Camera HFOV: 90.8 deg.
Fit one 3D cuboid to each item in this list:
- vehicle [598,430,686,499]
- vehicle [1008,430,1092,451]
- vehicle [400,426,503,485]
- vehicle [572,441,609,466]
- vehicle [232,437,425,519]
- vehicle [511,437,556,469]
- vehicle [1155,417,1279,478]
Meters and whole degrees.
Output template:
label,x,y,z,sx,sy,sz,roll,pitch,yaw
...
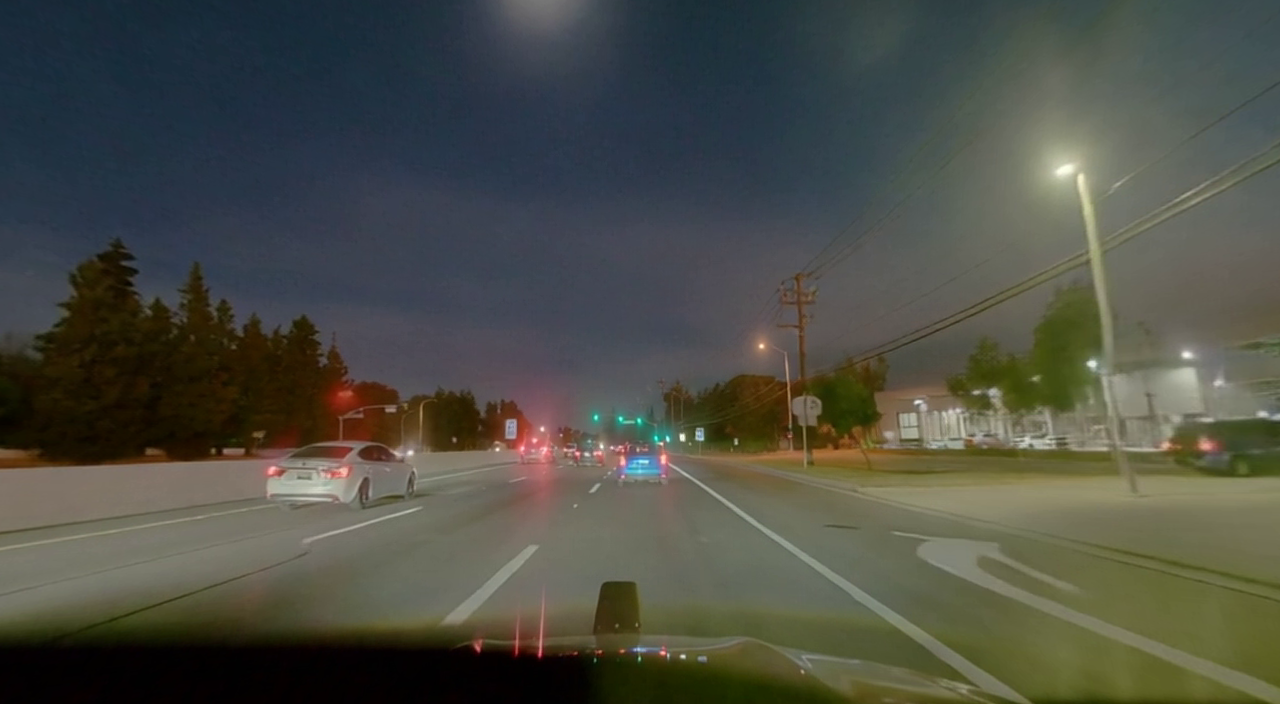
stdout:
label,x,y,z,sx,sy,sz,roll,pitch,yaw
vehicle,0.023,3.057,17.551,2.140,1.653,4.108,0,-8,-1
vehicle,29.728,6.455,45.923,4.674,1.485,1.874,-1,-8,6
vehicle,-6.696,3.734,23.146,2.144,1.905,4.967,0,-8,1
vehicle,-3.142,6.513,40.636,2.055,1.510,3.961,0,-8,0
vehicle,-6.534,2.665,13.975,1.900,1.483,4.547,0,-8,1
vehicle,-6.240,5.966,37.488,1.914,1.756,4.179,0,-8,0
vehicle,17.526,2.634,17.518,4.659,1.572,2.019,0,-8,-1
